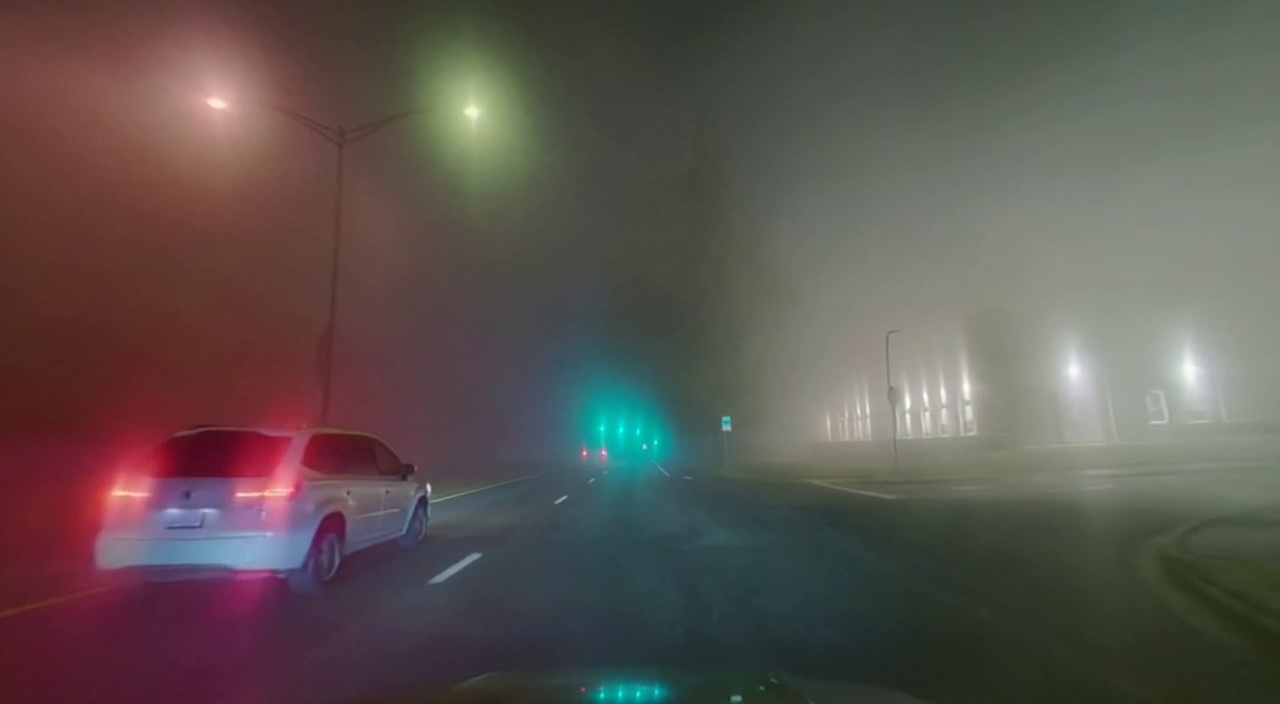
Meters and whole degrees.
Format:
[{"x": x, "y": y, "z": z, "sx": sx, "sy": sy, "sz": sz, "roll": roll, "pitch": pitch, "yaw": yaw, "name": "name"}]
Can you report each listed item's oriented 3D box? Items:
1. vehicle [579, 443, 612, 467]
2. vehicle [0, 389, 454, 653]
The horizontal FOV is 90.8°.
[{"x": -3.415, "y": 8.023, "z": 49.398, "sx": 2.179, "sy": 1.771, "sz": 4.267, "roll": 0, "pitch": -9, "yaw": 1, "name": "vehicle"}, {"x": -3.776, "y": 1.448, "z": 6.531, "sx": 2.202, "sy": 1.685, "sz": 4.772, "roll": 0, "pitch": -9, "yaw": 1, "name": "vehicle"}]
